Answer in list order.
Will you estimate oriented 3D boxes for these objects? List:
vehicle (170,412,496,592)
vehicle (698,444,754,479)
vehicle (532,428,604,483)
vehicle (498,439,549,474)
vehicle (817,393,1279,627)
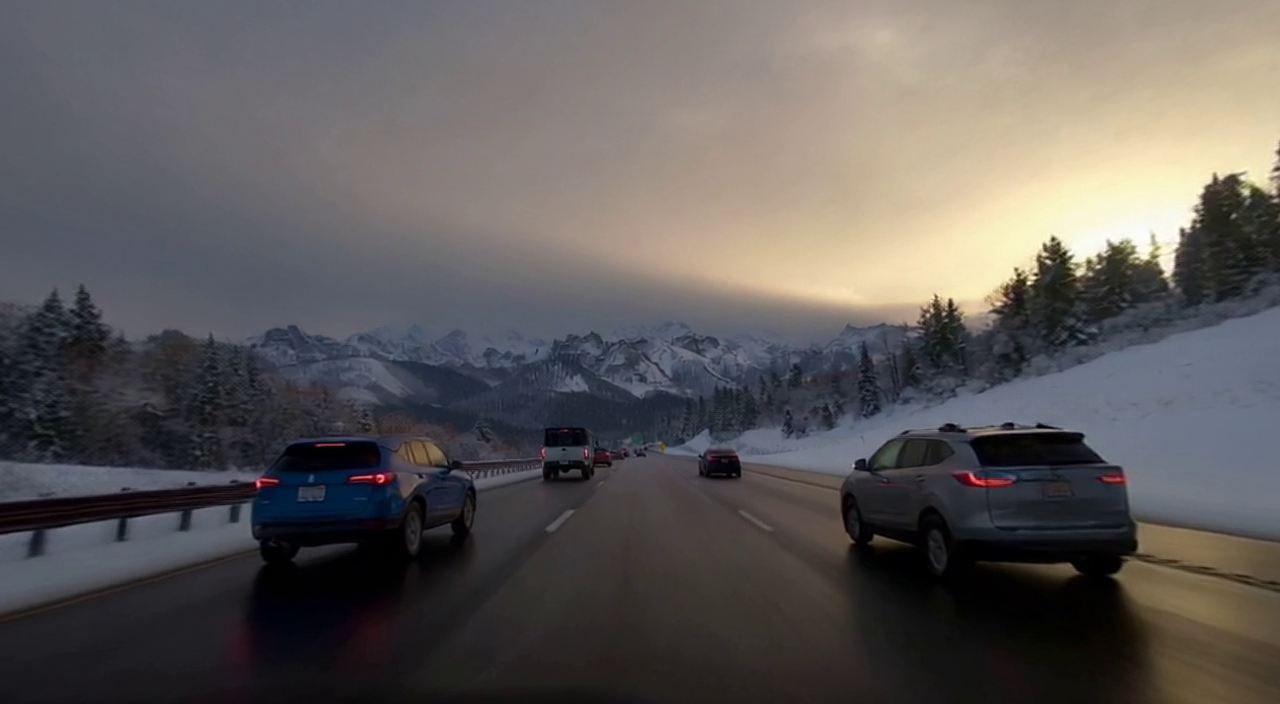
[{"bbox_3d":[-3.458,1.764,8.246,2.080,1.716,4.207,0,-8,1],"label":"vehicle"},{"bbox_3d":[4.169,5.351,31.180,2.071,1.570,4.637,0,-8,0],"label":"vehicle"},{"bbox_3d":[-3.035,4.541,27.911,2.494,2.136,5.539,0,-8,1],"label":"vehicle"},{"bbox_3d":[-6.935,6.277,38.016,2.149,1.922,4.976,0,-8,0],"label":"vehicle"},{"bbox_3d":[3.678,1.498,6.979,2.066,1.696,4.604,0,-8,0],"label":"vehicle"}]
